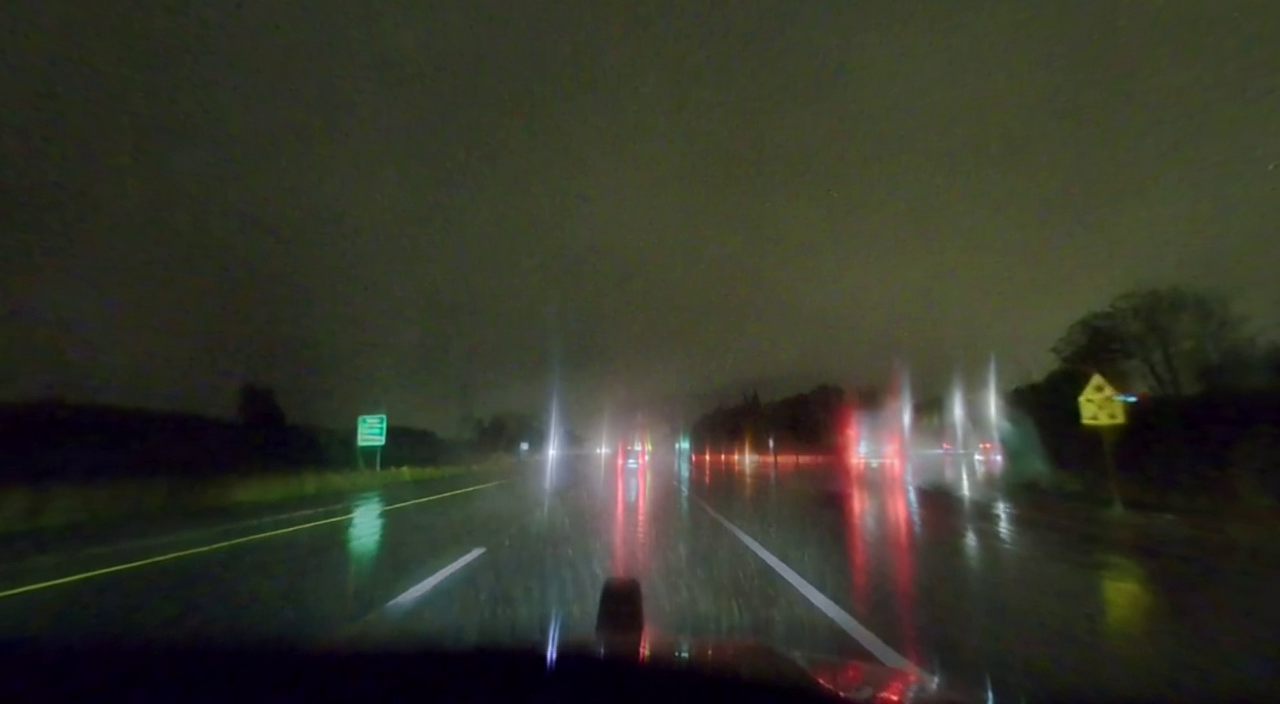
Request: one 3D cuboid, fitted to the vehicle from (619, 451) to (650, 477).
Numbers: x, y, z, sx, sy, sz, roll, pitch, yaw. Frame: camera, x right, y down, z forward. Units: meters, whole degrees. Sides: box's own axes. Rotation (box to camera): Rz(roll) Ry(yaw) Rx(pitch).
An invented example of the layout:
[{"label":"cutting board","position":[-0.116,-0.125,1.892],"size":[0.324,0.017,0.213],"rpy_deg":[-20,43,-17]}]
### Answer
[{"label":"vehicle","position":[-0.274,6.568,37.193],"size":[1.695,1.437,3.506],"rpy_deg":[0,-9,1]}]
